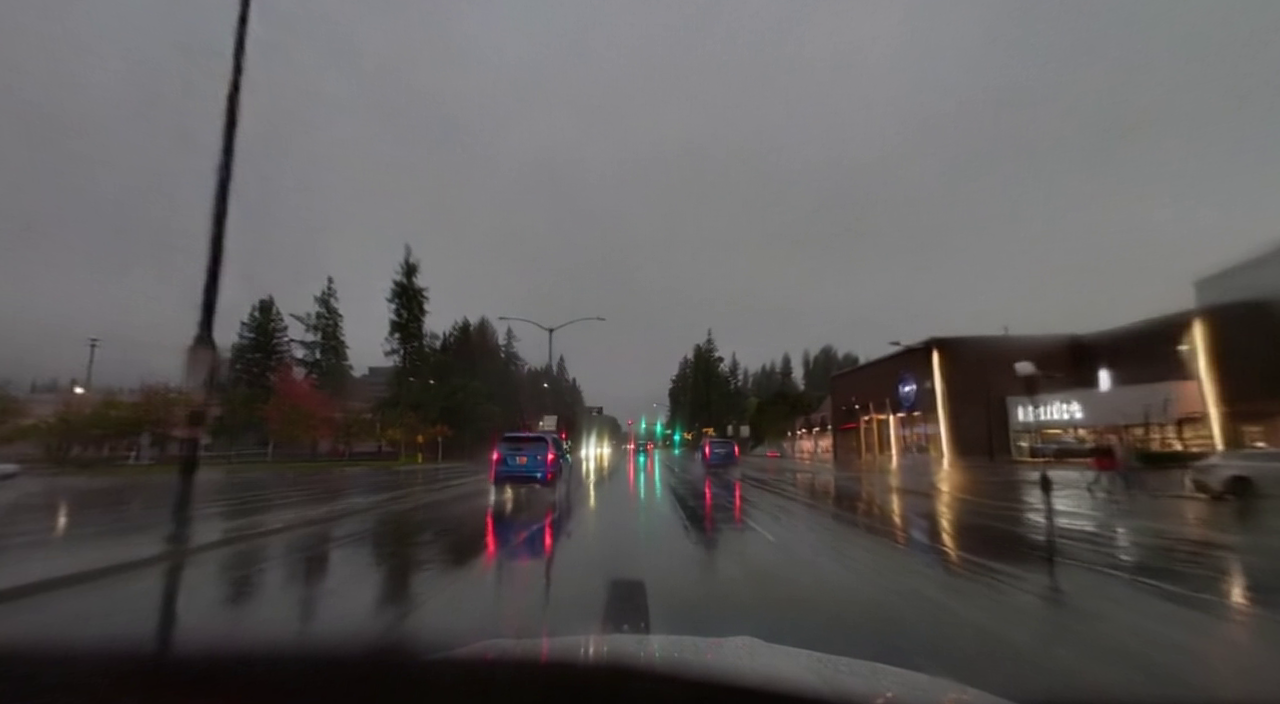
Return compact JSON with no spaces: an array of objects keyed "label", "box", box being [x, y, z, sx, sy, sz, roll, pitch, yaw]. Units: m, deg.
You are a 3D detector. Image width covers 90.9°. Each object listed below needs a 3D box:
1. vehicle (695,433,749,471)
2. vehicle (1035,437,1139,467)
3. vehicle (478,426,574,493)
[{"label":"vehicle","box":[4.106,5.101,32.260,2.083,1.779,4.347,0,-8,-1]},{"label":"vehicle","box":[30.197,6.772,42.848,2.274,1.901,5.570,2,-9,-11]},{"label":"vehicle","box":[-3.377,3.286,19.588,2.047,1.810,4.414,0,-8,1]}]
